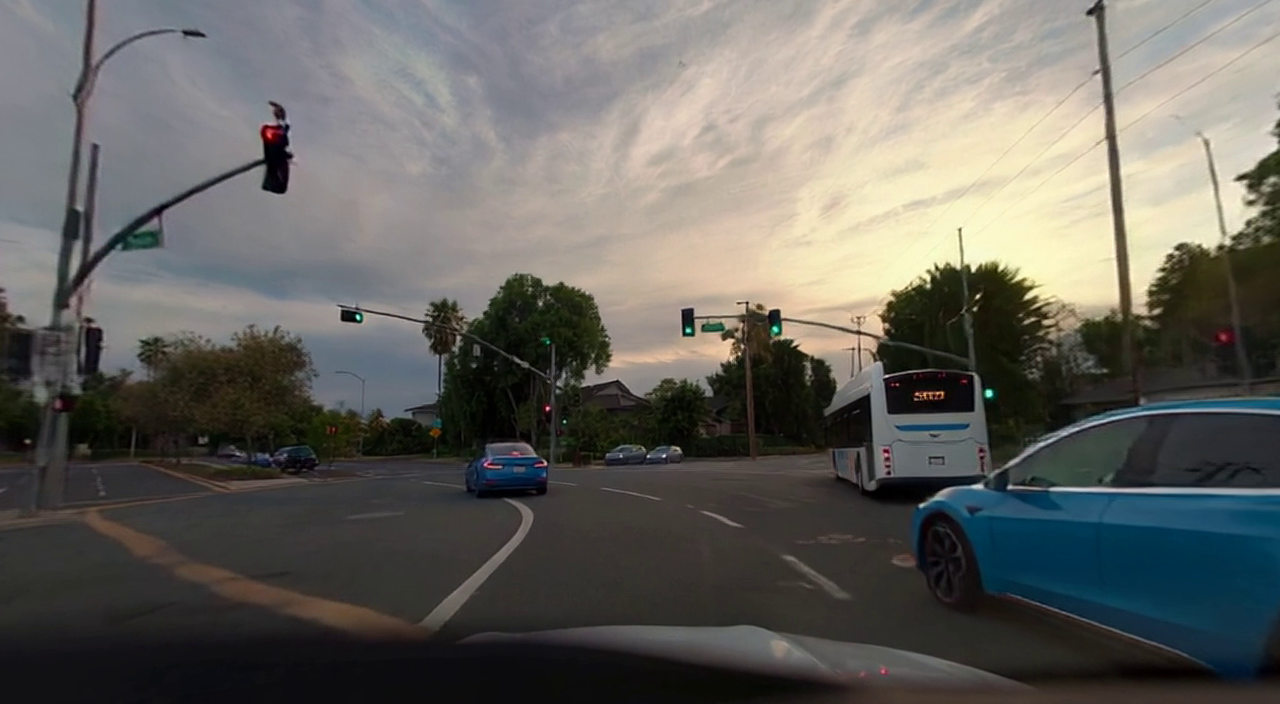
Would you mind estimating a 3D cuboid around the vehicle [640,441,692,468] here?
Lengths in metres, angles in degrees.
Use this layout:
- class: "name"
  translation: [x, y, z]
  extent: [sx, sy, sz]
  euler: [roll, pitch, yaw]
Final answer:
- class: "vehicle"
  translation: [1.862, 6.988, 43.181]
  extent: [2.122, 1.730, 5.138]
  euler: [-3, -9, 20]

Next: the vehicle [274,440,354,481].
- class: "vehicle"
  translation: [-16.689, 5.470, 32.210]
  extent: [2.283, 1.878, 5.384]
  euler: [7, -11, -40]

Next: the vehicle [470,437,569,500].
- class: "vehicle"
  translation: [-3.949, 3.621, 20.125]
  extent: [2.341, 1.709, 4.466]
  euler: [3, -9, -20]

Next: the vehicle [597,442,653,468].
- class: "vehicle"
  translation: [-0.990, 7.554, 45.855]
  extent: [2.290, 1.688, 5.224]
  euler: [-5, -11, 19]

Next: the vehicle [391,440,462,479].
- class: "vehicle"
  translation: [-11.443, 5.655, 33.644]
  extent: [2.272, 1.891, 4.562]
  euler: [6, -10, -36]

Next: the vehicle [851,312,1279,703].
- class: "vehicle"
  translation: [3.319, 0.967, 3.641]
  extent: [2.205, 1.803, 5.135]
  euler: [0, -8, -3]
